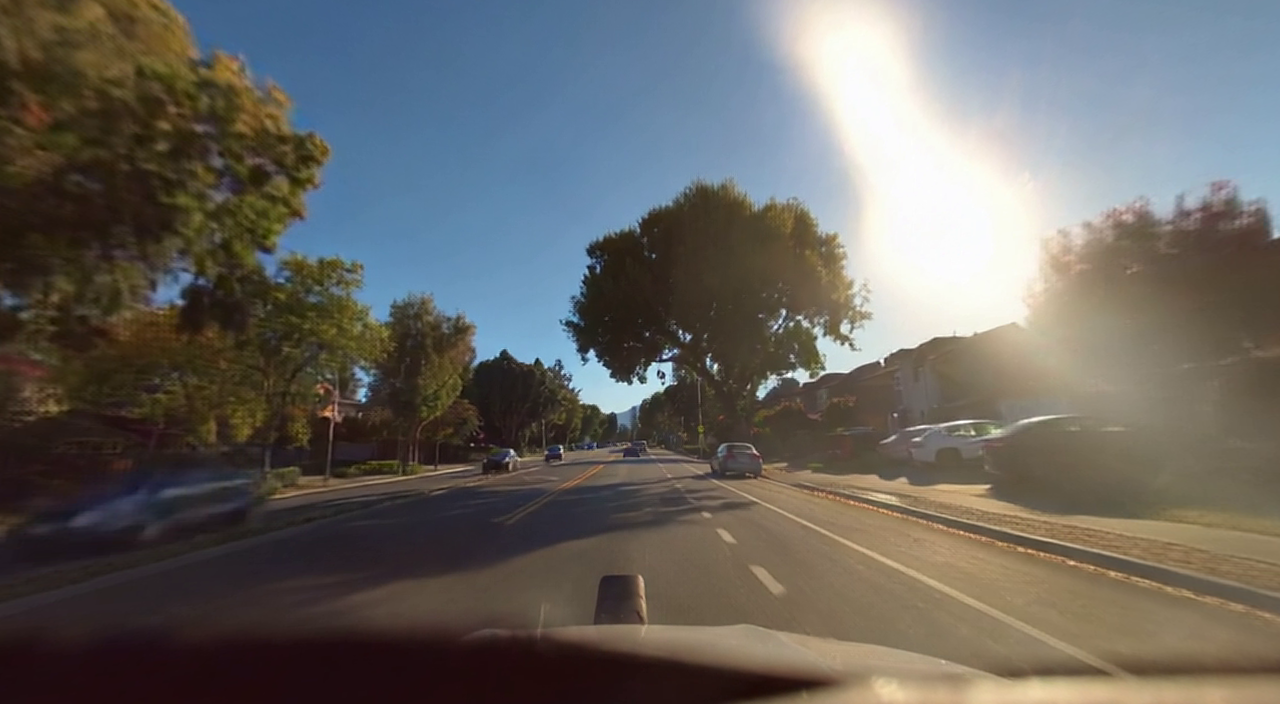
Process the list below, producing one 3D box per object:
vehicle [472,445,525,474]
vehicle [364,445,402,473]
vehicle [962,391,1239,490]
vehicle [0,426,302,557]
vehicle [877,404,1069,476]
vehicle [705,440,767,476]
[{"bbox_3d":[-8.297,6.312,37.430,2.005,1.589,4.648,0,-8,1],"label":"vehicle"},{"bbox_3d":[-18.789,7.810,46.450,2.141,1.797,5.403,3,-8,-18],"label":"vehicle"},{"bbox_3d":[10.760,2.113,15.015,4.964,1.739,2.184,-4,-10,-8],"label":"vehicle"},{"bbox_3d":[-8.560,2.369,11.546,2.146,1.869,4.654,0,-8,0],"label":"vehicle"},{"bbox_3d":[10.225,2.776,19.802,4.578,2.084,2.428,-1,-8,2],"label":"vehicle"},{"bbox_3d":[4.227,4.735,28.526,2.011,1.458,4.633,0,-8,-1],"label":"vehicle"}]
